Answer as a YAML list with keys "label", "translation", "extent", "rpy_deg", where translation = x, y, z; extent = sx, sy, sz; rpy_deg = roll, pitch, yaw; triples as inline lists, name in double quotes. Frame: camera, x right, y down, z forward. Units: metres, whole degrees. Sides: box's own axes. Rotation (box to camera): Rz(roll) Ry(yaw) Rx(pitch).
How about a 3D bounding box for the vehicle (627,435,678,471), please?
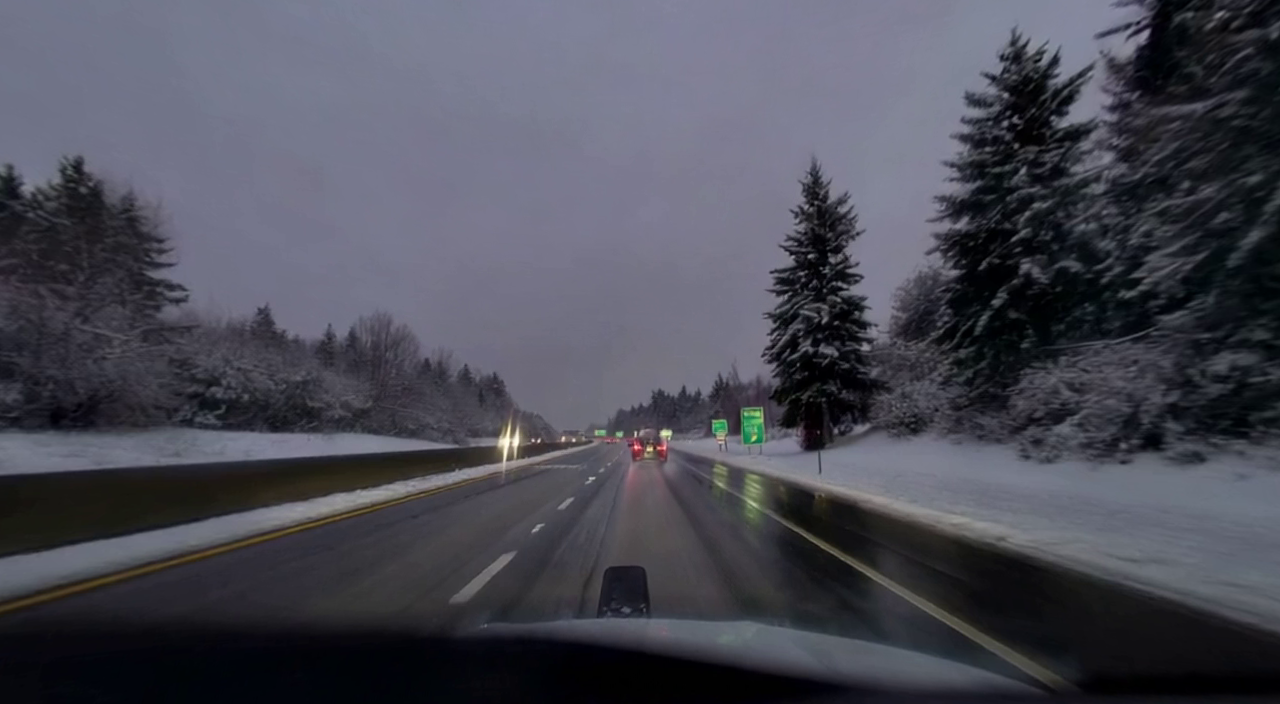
- label: "vehicle"
  translation: [0.514, 4.566, 28.639]
  extent: [2.130, 1.512, 4.057]
  rpy_deg: [0, -8, 0]
